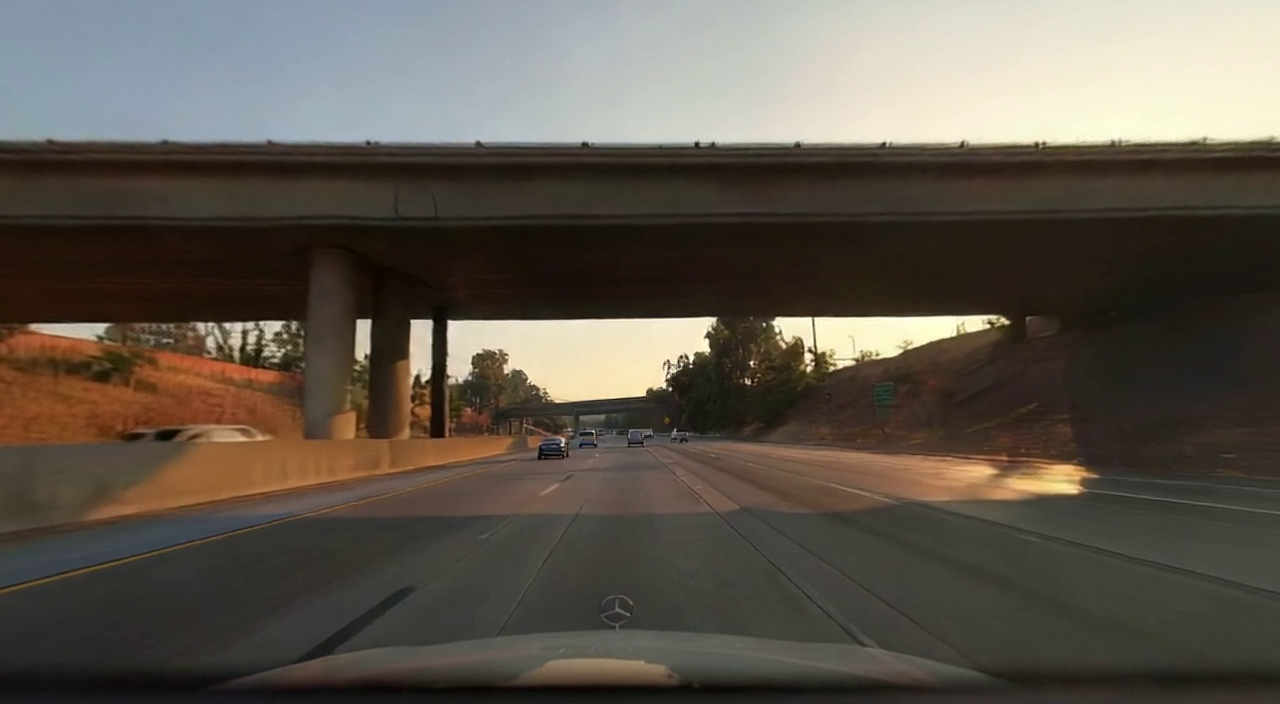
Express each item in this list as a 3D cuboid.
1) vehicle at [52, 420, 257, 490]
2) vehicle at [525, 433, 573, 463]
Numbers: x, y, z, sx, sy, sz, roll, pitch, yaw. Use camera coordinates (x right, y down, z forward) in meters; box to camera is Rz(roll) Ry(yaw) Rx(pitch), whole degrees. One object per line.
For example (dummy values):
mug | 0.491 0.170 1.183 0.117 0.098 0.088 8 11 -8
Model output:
vehicle | -13.254 2.817 17.725 2.011 1.687 4.740 0 -8 -1
vehicle | -4.774 5.088 33.588 1.933 1.473 4.023 0 -8 0
